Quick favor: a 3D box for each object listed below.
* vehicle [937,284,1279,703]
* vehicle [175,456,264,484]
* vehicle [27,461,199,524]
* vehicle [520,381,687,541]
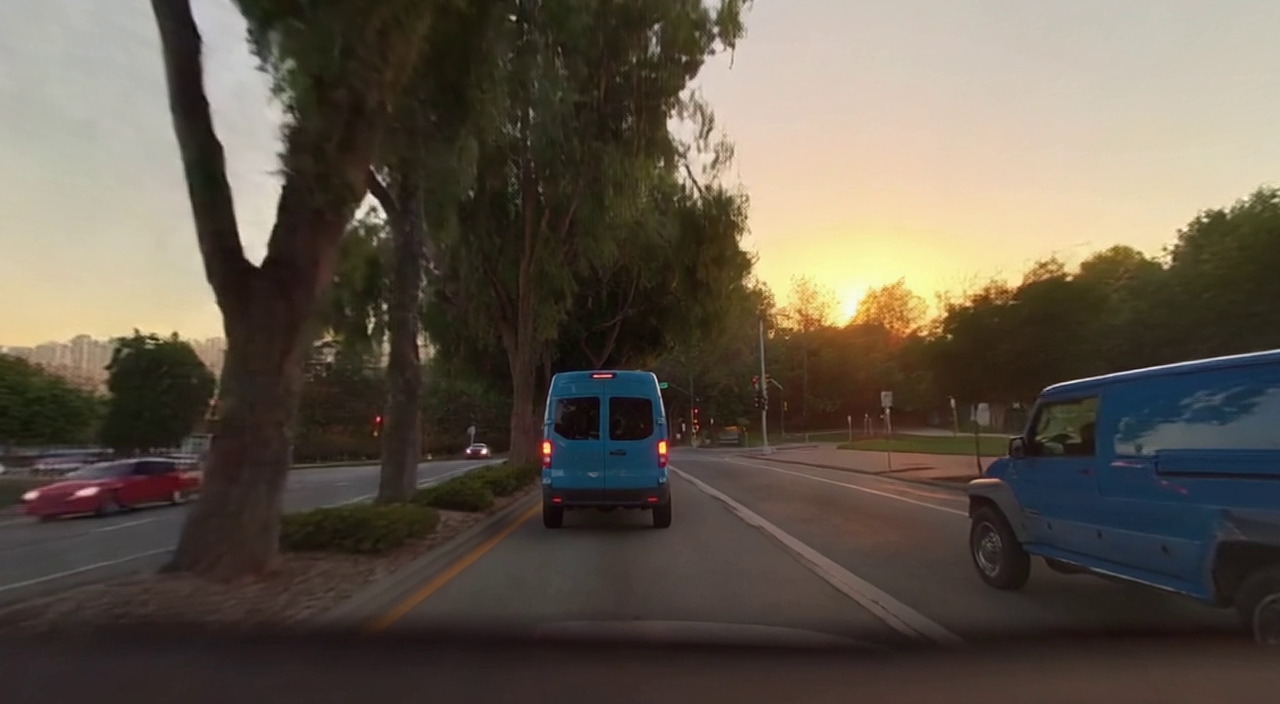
[{"bbox_3d":[3.682,0.806,3.612,1.988,1.873,3.968,0,-9,0],"label":"vehicle"},{"bbox_3d":[-28.664,8.029,43.126,4.857,1.729,2.029,-1,-9,9],"label":"vehicle"},{"bbox_3d":[-15.121,3.994,18.503,1.833,1.504,4.141,1,-9,-8],"label":"vehicle"},{"bbox_3d":[-0.422,1.719,10.357,2.145,2.046,4.309,0,-9,1],"label":"vehicle"}]
